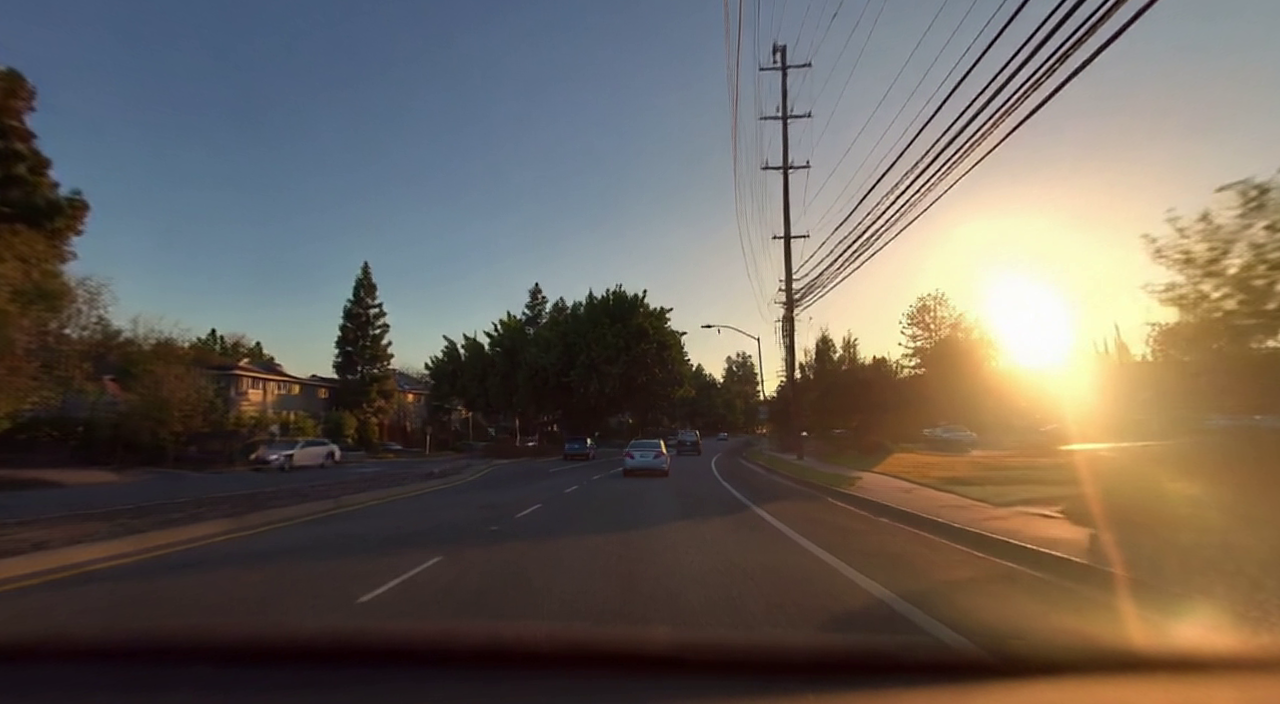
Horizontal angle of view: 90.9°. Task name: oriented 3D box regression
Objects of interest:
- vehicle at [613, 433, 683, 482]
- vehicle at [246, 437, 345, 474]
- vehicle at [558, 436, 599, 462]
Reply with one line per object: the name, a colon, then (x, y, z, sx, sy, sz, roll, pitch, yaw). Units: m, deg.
vehicle: (0.368, 3.552, 21.439, 2.117, 1.474, 4.036, -1, -9, 4)
vehicle: (-17.527, 5.300, 32.382, 2.081, 1.739, 4.704, -1, -9, 6)
vehicle: (-3.777, 6.047, 39.234, 1.983, 1.485, 4.159, -1, -9, 2)
